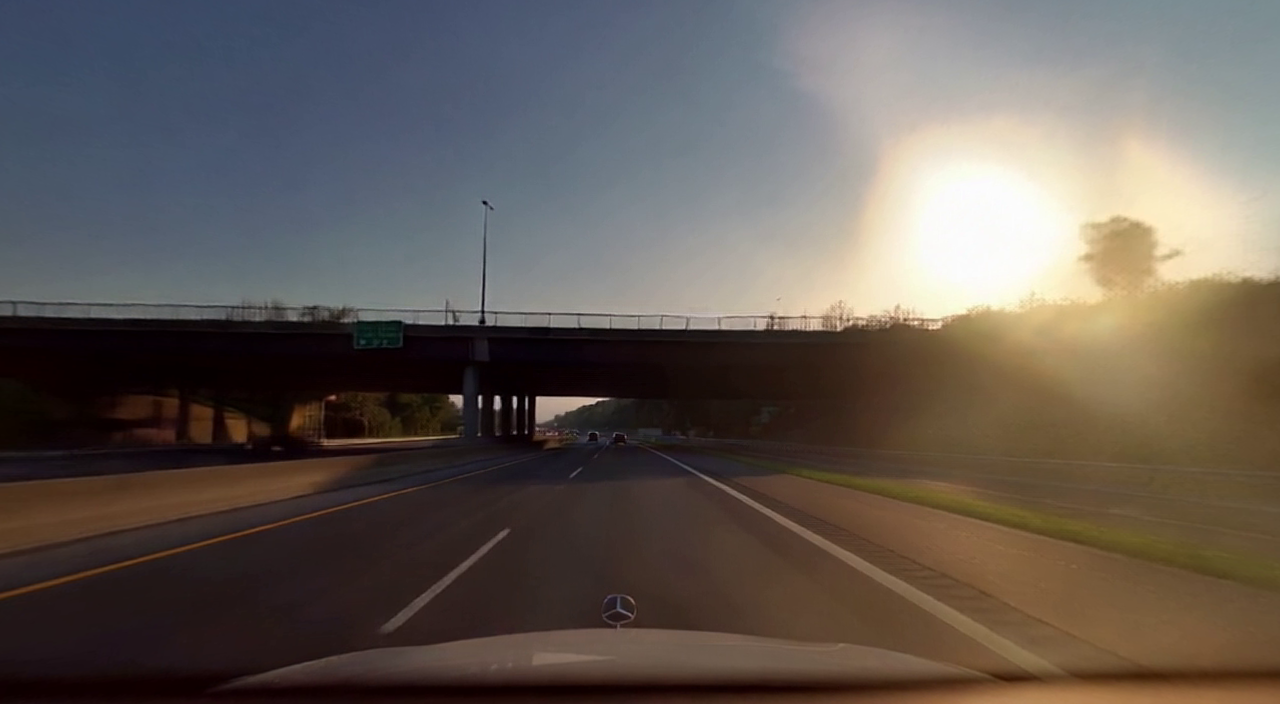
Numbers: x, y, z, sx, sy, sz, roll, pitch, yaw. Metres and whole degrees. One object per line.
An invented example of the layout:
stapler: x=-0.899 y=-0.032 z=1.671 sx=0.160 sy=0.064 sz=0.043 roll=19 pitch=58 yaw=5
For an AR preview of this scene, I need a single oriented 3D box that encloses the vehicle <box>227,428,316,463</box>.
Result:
vehicle: x=-16.845 y=4.288 z=28.992 sx=1.776 sy=1.476 sz=4.034 roll=0 pitch=-8 yaw=-2
